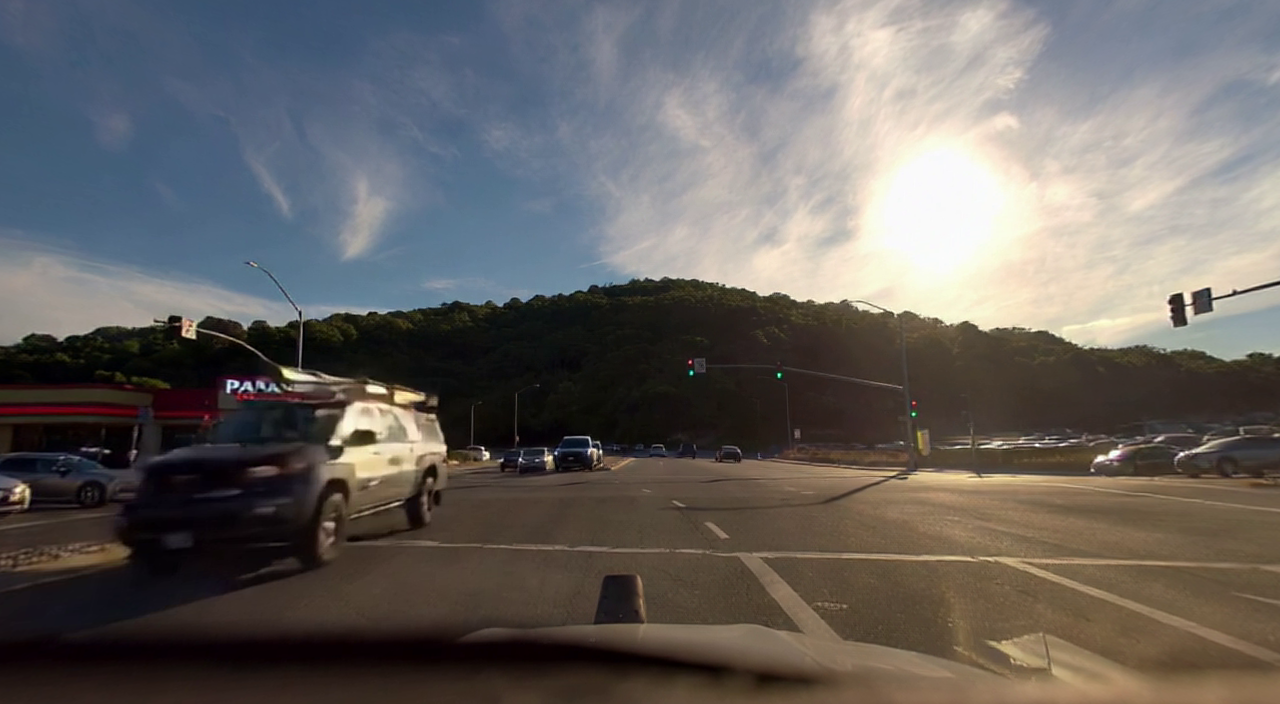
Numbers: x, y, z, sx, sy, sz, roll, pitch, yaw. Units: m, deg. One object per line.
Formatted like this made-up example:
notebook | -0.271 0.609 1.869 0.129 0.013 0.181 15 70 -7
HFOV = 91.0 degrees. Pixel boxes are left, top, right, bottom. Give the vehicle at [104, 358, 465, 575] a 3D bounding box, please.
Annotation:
vehicle | -4.444 1.575 9.253 2.196 2.264 5.206 0 -8 0

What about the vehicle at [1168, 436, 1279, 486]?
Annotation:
vehicle | 25.036 4.472 26.077 4.546 1.944 2.051 1 -9 -5

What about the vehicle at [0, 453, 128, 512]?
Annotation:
vehicle | -19.815 4.196 20.518 4.440 1.748 2.033 0 -8 1

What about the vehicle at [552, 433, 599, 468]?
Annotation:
vehicle | -4.368 6.790 43.479 2.662 2.197 5.454 0 -8 0
